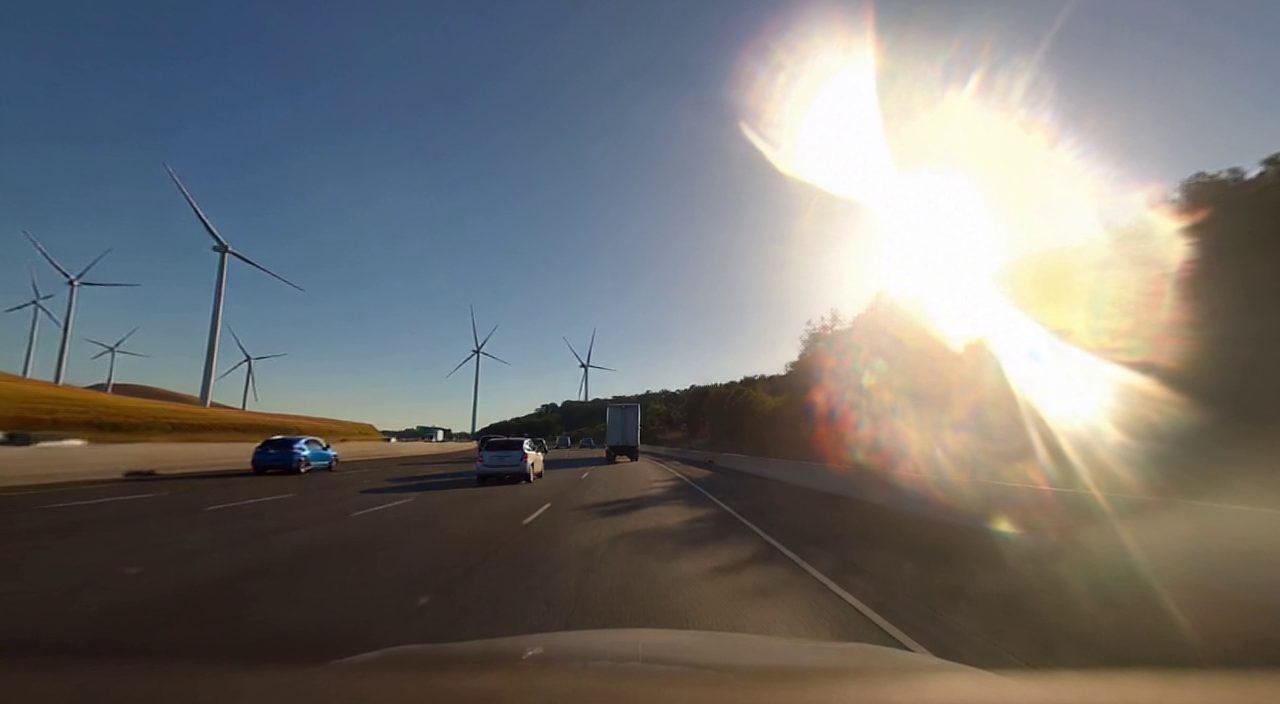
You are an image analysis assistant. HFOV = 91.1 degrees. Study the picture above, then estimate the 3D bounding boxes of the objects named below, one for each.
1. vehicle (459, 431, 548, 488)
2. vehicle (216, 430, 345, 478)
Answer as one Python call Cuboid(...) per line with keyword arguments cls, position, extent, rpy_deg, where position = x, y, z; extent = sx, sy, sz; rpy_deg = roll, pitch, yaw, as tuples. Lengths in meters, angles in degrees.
Cuboid(cls="vehicle", position=(-4.352, 3.479, 20.657), extent=(2.109, 1.684, 3.783), rpy_deg=(0, -8, -1))
Cuboid(cls="vehicle", position=(-15.114, 4.312, 26.923), extent=(2.285, 1.835, 5.672), rpy_deg=(0, -8, -1))
